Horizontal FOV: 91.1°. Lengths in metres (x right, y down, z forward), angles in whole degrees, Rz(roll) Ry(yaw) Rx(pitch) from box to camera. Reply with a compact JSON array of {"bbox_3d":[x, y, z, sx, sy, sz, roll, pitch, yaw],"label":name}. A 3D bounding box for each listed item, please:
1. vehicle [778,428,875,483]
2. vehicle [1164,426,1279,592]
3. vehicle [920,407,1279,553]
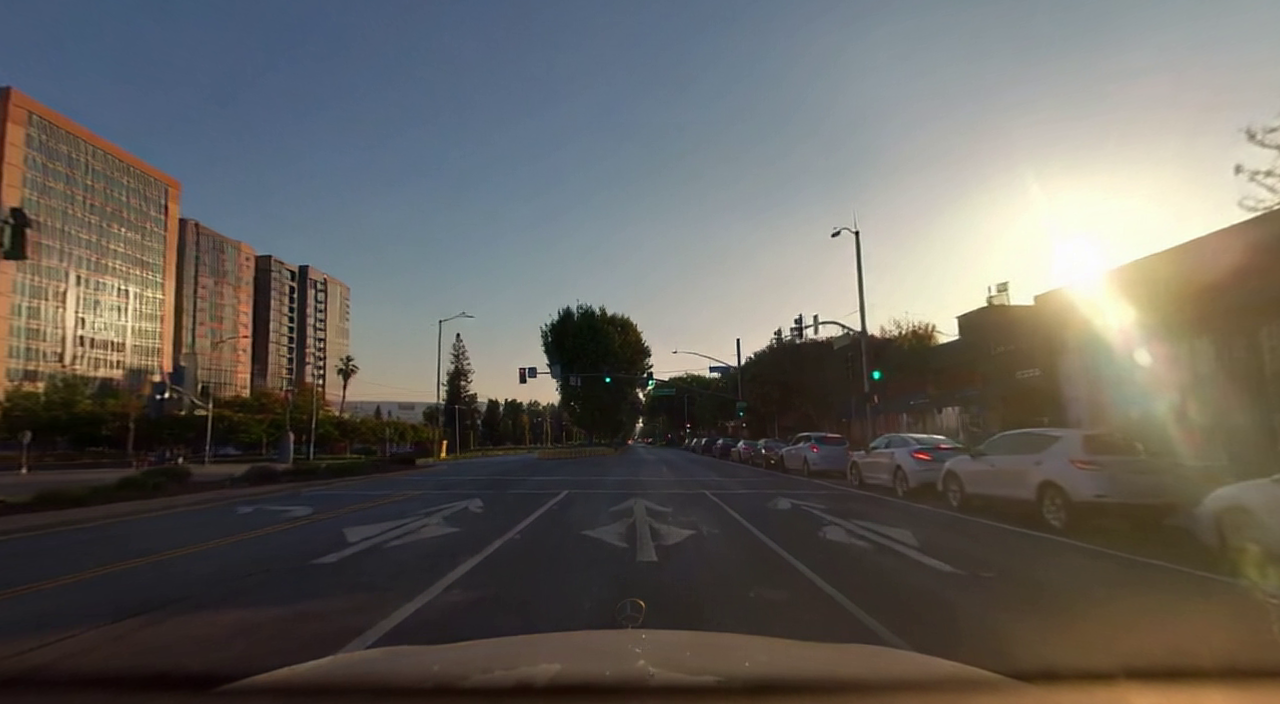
[{"bbox_3d":[6.641,3.759,23.000,1.984,1.751,4.759,0,-9,-1],"label":"vehicle"},{"bbox_3d":[6.712,1.262,4.605,1.880,1.483,4.510,0,-9,1],"label":"vehicle"},{"bbox_3d":[6.700,1.924,10.155,1.978,1.728,5.129,0,-9,0],"label":"vehicle"}]
